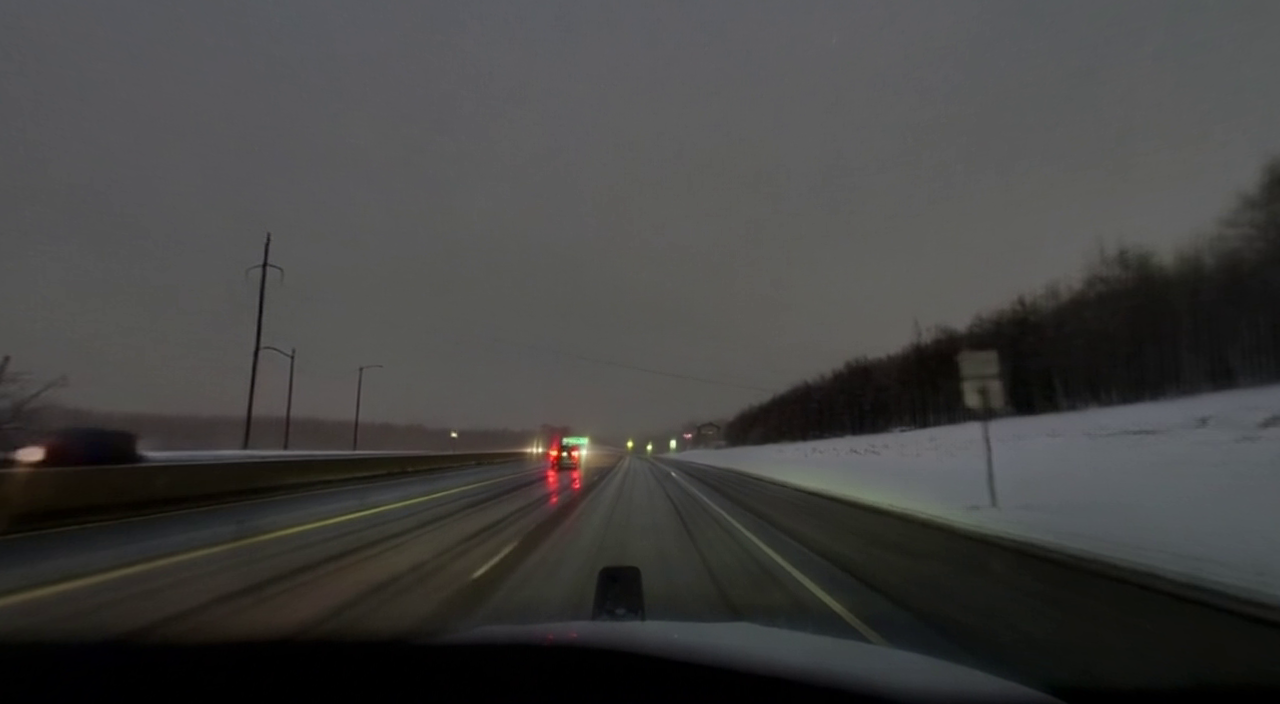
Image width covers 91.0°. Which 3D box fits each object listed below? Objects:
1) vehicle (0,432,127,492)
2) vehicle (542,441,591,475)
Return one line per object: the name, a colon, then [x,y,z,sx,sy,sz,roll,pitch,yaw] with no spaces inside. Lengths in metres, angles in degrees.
vehicle: [-17.664,3.119,18.121,1.935,1.531,4.440,1,-9,1]
vehicle: [-3.952,5.823,34.749,2.133,1.683,4.340,1,-9,0]
